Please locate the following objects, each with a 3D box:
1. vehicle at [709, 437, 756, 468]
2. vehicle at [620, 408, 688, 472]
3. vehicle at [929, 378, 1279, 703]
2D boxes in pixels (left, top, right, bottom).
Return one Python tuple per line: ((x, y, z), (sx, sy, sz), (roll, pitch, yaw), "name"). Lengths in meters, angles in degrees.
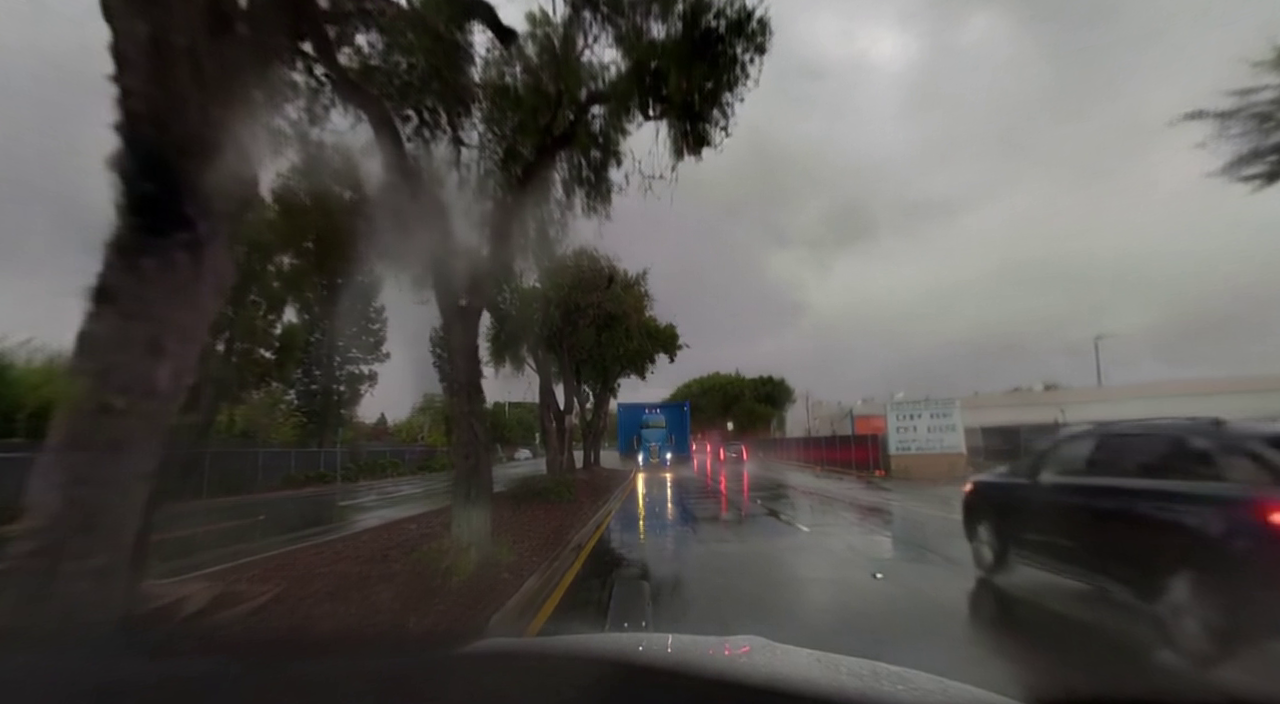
((5.375, 5.909, 37.225), (2.151, 1.662, 4.543), (0, -8, 1), "vehicle")
((0.738, 4.663, 33.181), (3.197, 2.963, 7.055), (0, -8, 1), "vehicle")
((4.337, 1.230, 4.936), (2.076, 1.661, 4.524), (0, -8, 2), "vehicle")
